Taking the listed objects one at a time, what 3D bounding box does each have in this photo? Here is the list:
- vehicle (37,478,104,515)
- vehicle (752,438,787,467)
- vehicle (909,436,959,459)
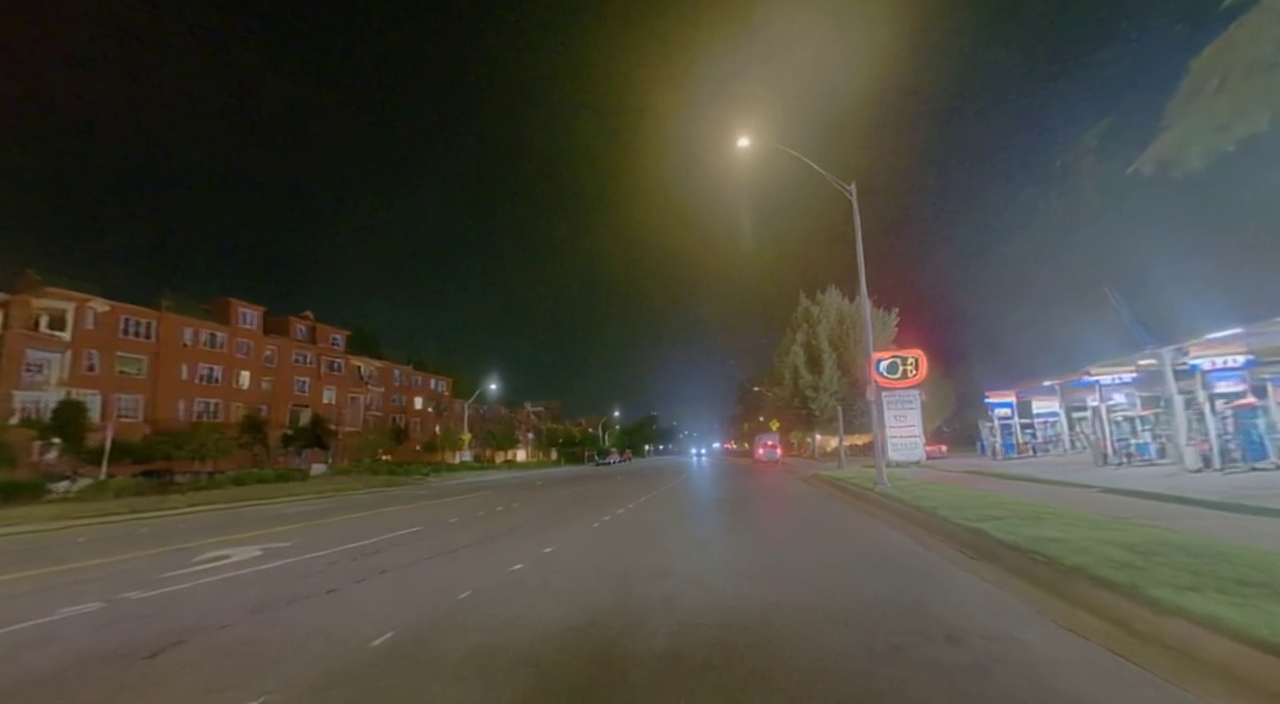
[{"bbox_3d":[-27.400,6.878,30.355,4.672,1.460,1.837,-9,-12,42],"label":"vehicle"},{"bbox_3d":[9.016,7.025,44.367,2.194,1.896,5.049,-2,-9,10],"label":"vehicle"},{"bbox_3d":[19.418,6.356,41.884,1.919,1.411,4.440,-2,-9,10],"label":"vehicle"}]
